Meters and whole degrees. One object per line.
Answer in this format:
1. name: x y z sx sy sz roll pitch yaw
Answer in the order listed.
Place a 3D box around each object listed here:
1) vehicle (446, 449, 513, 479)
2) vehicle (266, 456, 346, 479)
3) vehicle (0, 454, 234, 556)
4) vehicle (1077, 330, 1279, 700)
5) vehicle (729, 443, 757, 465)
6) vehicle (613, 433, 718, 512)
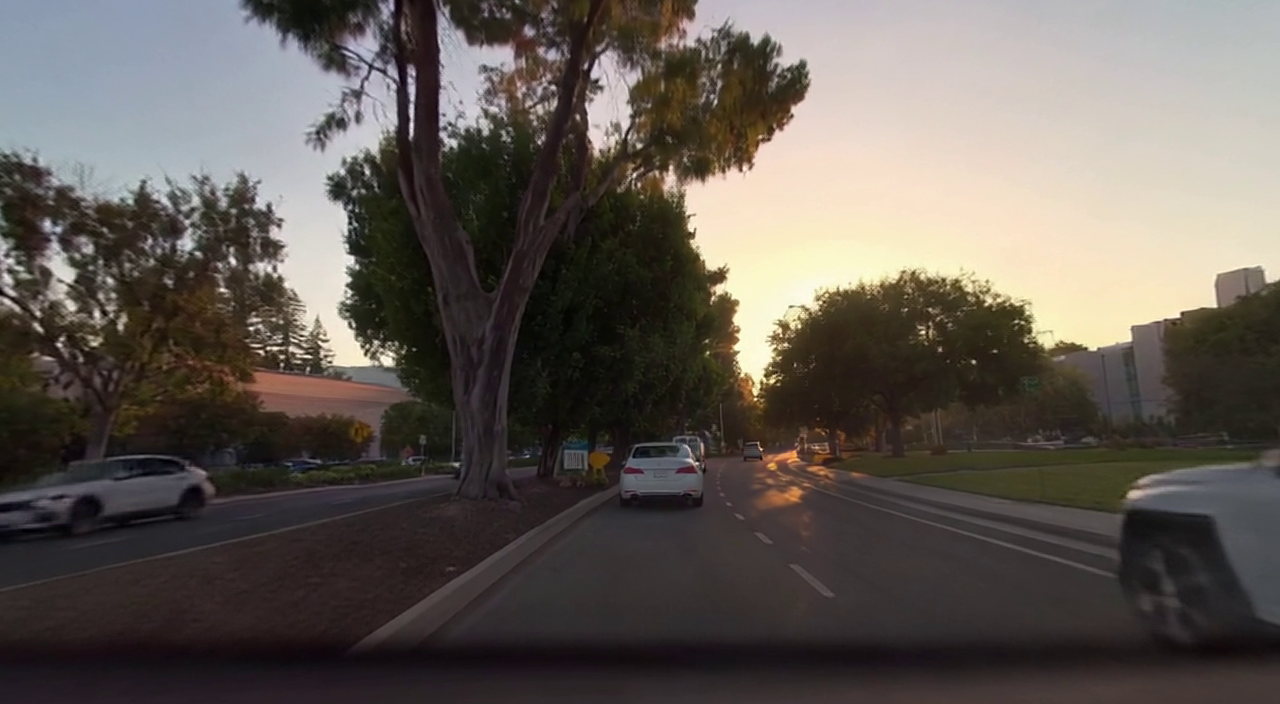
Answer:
1. vehicle: -8.913 6.257 35.464 2.027 1.511 4.711 -2 -8 8
2. vehicle: -25.026 8.676 47.342 4.951 1.618 1.952 -1 -8 6
3. vehicle: -10.352 2.765 12.155 1.909 1.468 4.597 -1 -8 1
4. vehicle: 4.141 0.619 1.831 1.953 1.818 5.299 0 -8 0
5. vehicle: 7.711 7.646 47.440 1.984 1.507 4.359 -2 -8 8
6. vehicle: 0.676 2.780 15.059 2.154 1.585 3.997 -1 -8 5
